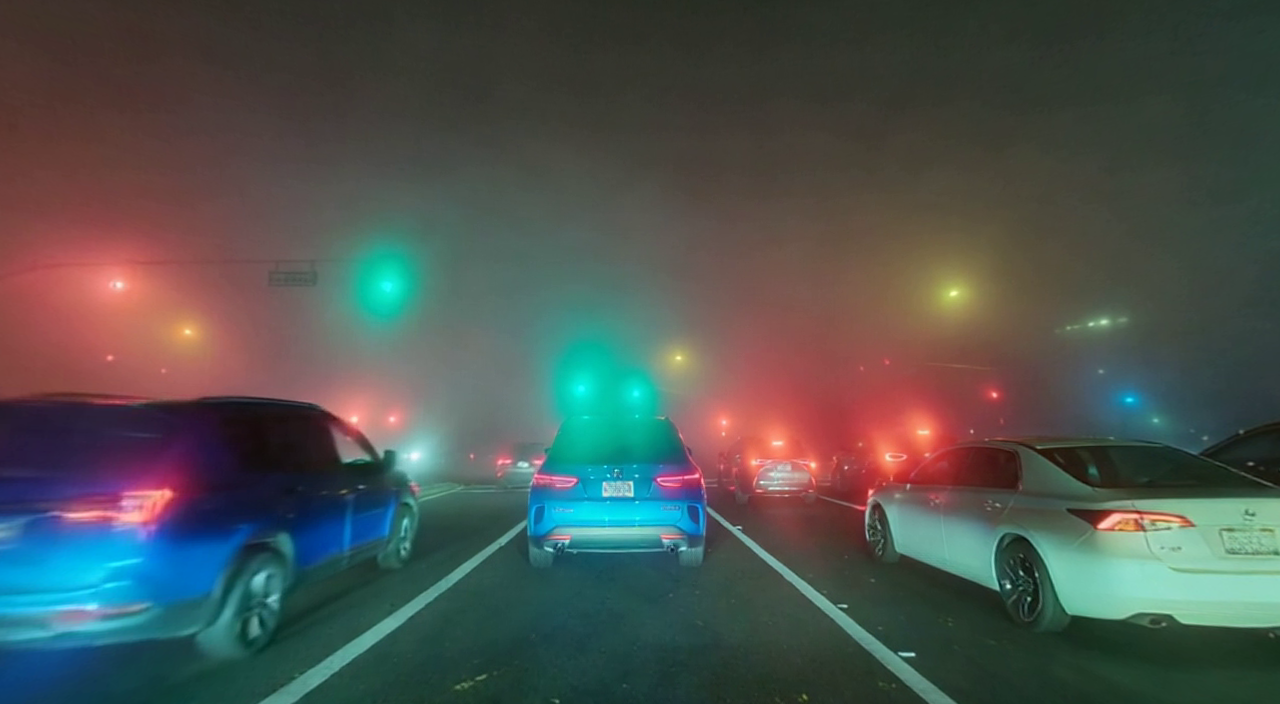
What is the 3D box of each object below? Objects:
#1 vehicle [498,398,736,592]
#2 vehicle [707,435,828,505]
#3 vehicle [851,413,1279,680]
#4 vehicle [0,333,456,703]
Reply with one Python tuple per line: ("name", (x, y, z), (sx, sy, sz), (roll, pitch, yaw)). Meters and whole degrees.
("vehicle", (-0.268, 1.550, 7.624), (2.101, 1.707, 3.904), (0, -8, -2))
("vehicle", (2.987, 2.857, 15.774), (1.950, 1.506, 4.086), (0, -8, -3))
("vehicle", (3.627, 1.397, 5.709), (1.861, 1.478, 4.185), (0, -8, -2))
("vehicle", (-3.303, 1.169, 5.090), (2.186, 1.794, 4.972), (0, -8, -1))
